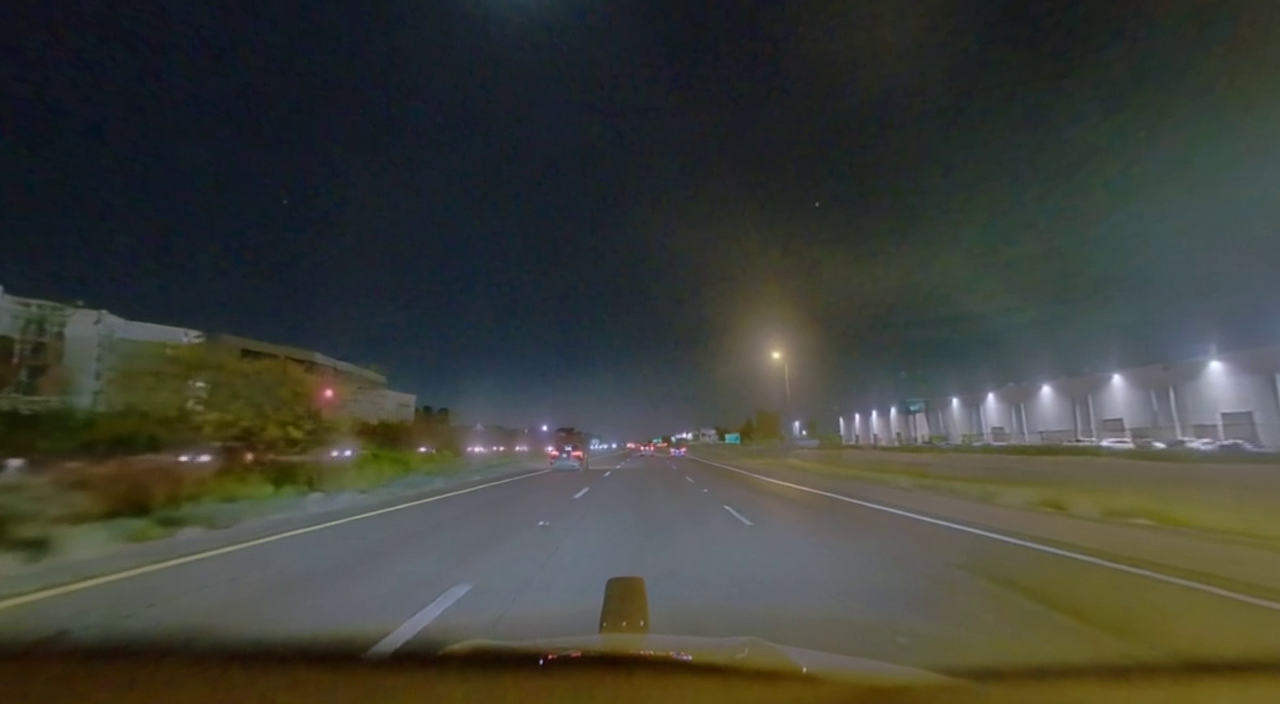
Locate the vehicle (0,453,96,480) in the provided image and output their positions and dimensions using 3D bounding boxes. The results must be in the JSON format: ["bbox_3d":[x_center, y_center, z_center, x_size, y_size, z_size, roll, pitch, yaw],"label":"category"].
[{"bbox_3d":[-35.855,6.884,38.118,1.849,1.466,4.436,0,-9,1],"label":"vehicle"}]

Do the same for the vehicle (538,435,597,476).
[{"bbox_3d":[-3.478,5.104,31.254,2.218,1.850,4.774,-1,-9,2],"label":"vehicle"}]

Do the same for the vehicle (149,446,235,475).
[{"bbox_3d":[-27.889,6.741,39.447,2.049,1.692,4.425,0,-9,1],"label":"vehicle"}]
